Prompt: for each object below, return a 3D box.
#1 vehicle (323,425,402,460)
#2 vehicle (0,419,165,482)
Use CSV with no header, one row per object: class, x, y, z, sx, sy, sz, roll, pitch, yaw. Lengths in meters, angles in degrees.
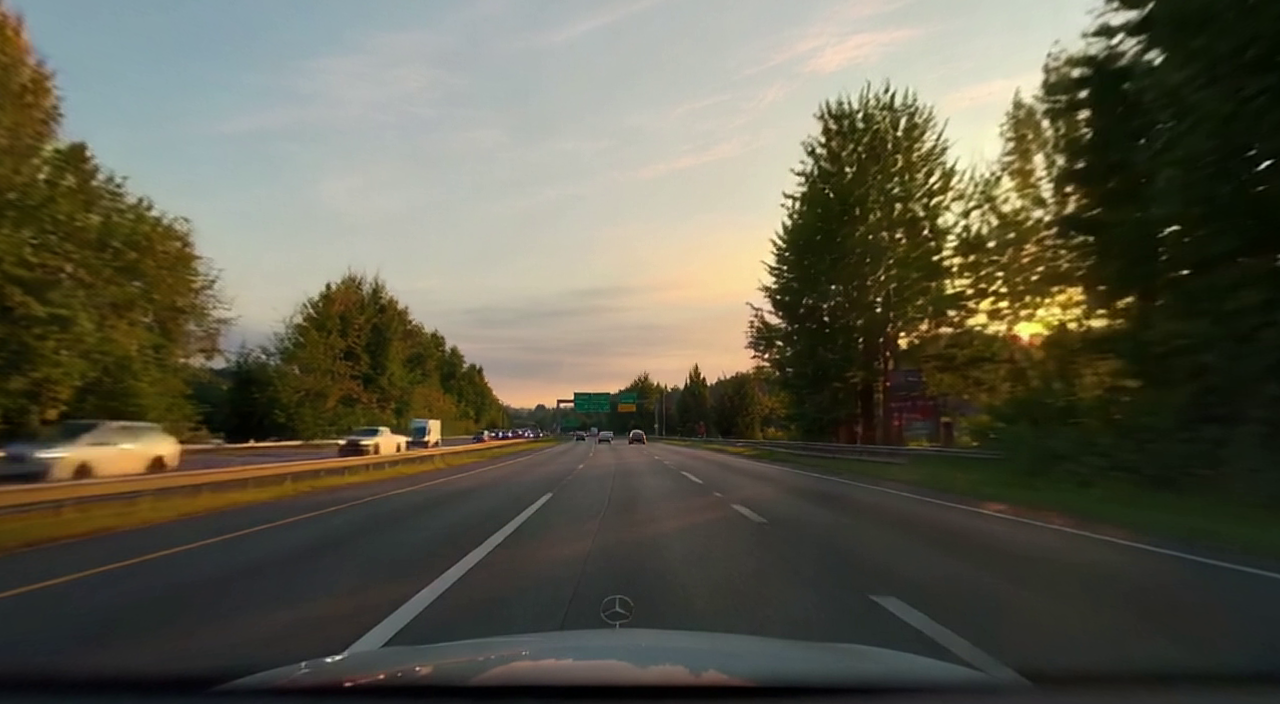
vehicle,-13.240,4.341,30.360,1.881,1.508,4.599,-1,-8,-2
vehicle,-15.608,2.617,17.077,1.951,1.470,4.535,0,-8,-1
